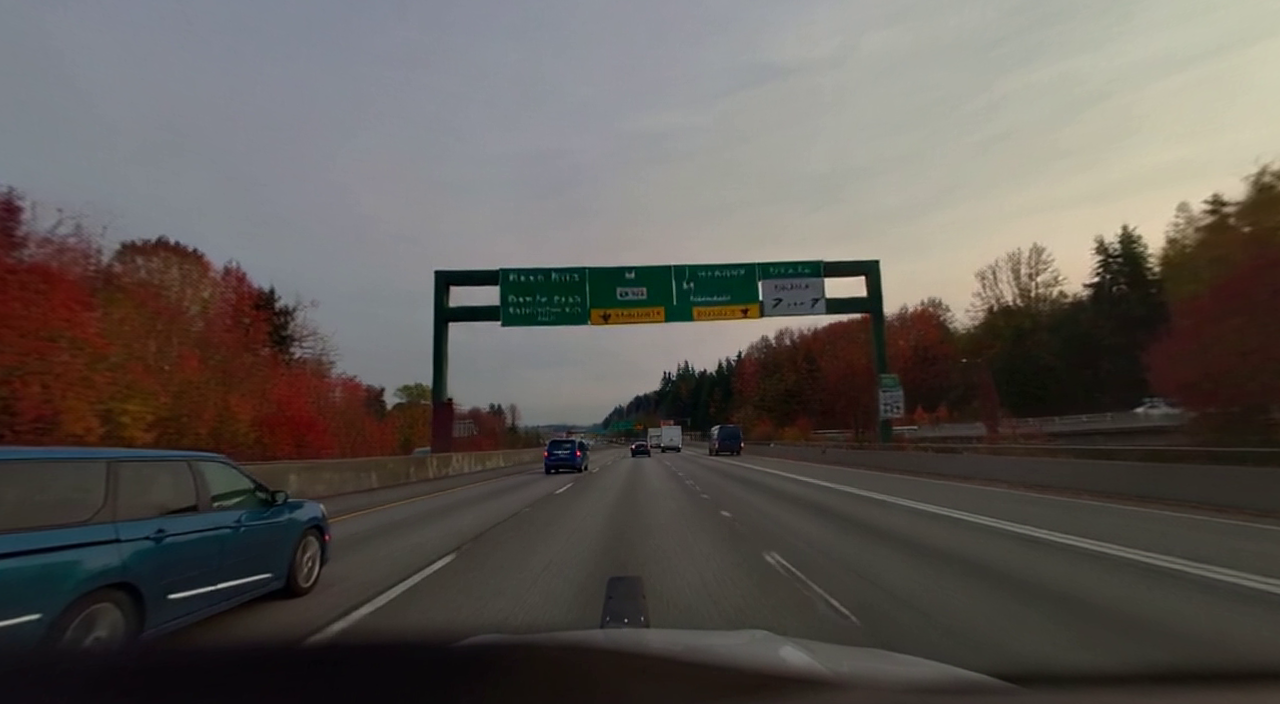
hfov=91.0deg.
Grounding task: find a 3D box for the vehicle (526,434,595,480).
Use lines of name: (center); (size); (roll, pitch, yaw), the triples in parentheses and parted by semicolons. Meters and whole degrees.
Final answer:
vehicle: (-3.112, 4.239, 25.659); (2.177, 1.707, 4.432); (0, -8, 1)
